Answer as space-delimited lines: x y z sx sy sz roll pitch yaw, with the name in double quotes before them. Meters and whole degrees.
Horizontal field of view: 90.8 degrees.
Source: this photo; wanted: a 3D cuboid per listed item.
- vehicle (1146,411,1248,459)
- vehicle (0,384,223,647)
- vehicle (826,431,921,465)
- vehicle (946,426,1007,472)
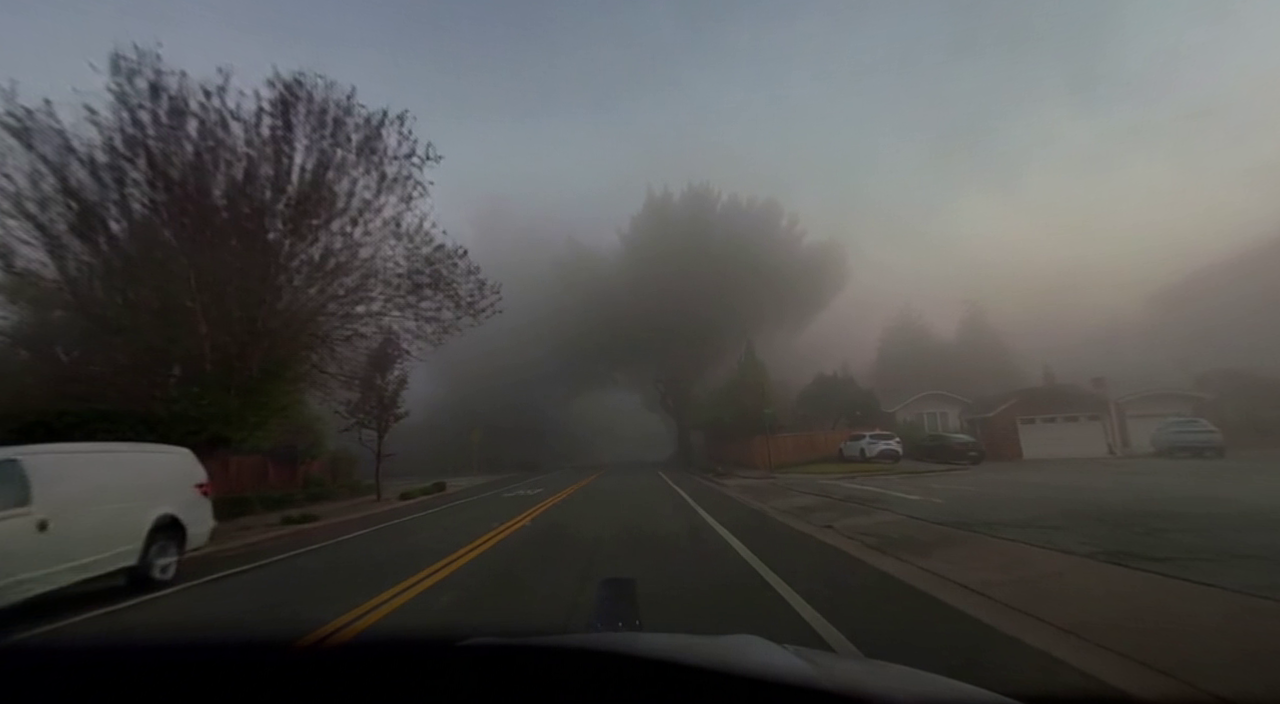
"vehicle" 21.836 3.295 24.961 1.956 1.632 3.922 -9 -11 27
"vehicle" -6.779 1.697 6.529 2.057 2.317 4.386 -6 -9 -1
"vehicle" 9.431 3.961 26.020 1.922 1.263 4.664 0 -9 -3
"vehicle" 13.860 3.986 25.924 1.860 1.697 4.292 -5 -10 30
